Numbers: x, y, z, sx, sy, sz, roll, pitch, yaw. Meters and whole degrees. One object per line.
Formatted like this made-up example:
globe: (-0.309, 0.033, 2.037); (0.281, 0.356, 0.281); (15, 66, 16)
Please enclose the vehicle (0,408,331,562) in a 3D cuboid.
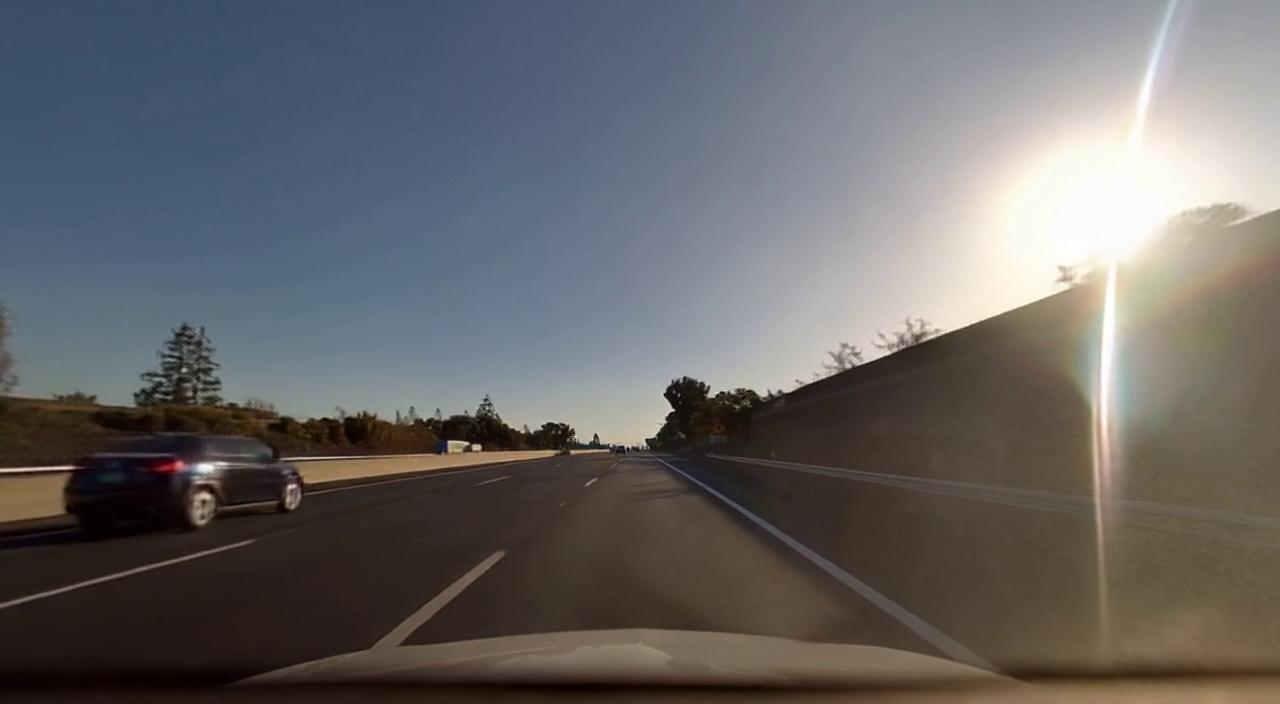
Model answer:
vehicle: (-6.881, 1.831, 9.403); (2.109, 1.692, 4.712); (0, -9, 0)
